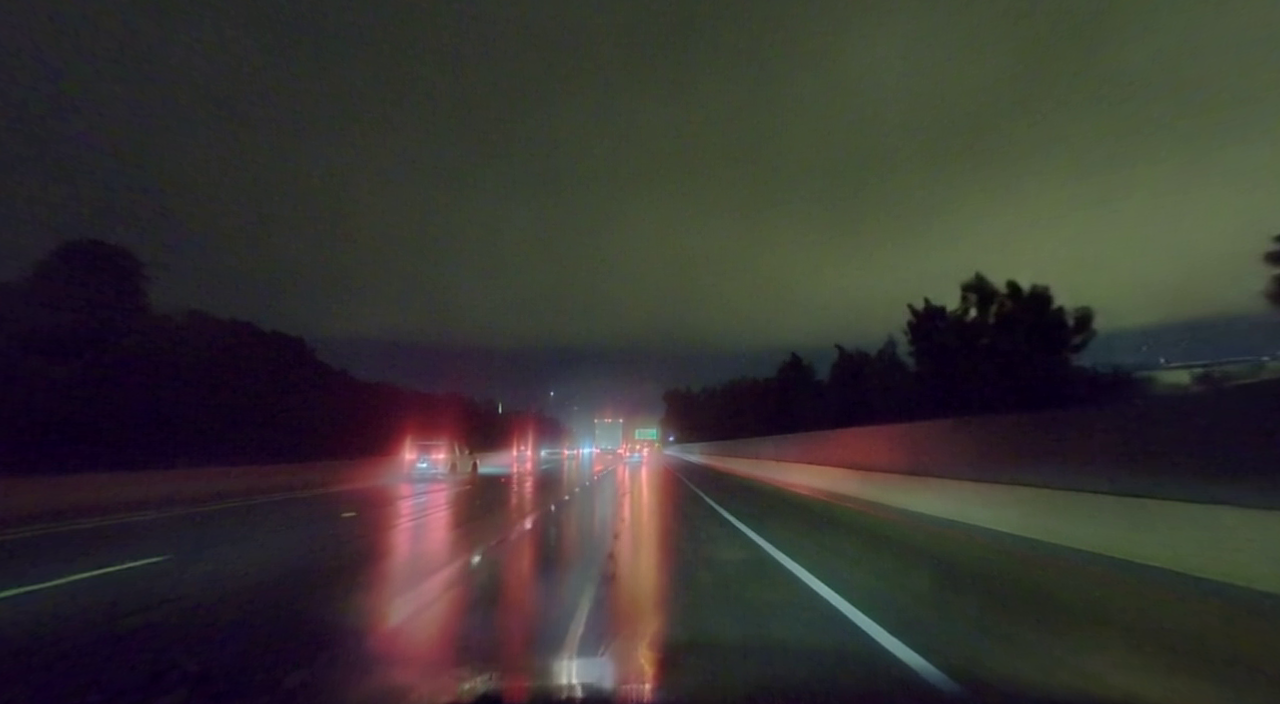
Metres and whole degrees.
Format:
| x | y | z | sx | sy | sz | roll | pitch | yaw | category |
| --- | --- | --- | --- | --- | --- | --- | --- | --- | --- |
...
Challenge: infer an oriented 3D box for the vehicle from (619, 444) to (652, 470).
| x | y | z | sx | sy | sz | roll | pitch | yaw | category |
| --- | --- | --- | --- | --- | --- | --- | --- | --- | --- |
| -0.247 | 6.647 | 40.000 | 1.931 | 1.528 | 4.126 | 0 | -8 | 1 | vehicle |

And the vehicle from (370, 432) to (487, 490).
| x | y | z | sx | sy | sz | roll | pitch | yaw | category |
| --- | --- | --- | --- | --- | --- | --- | --- | --- | --- |
| -7.263 | 3.793 | 22.381 | 2.115 | 1.778 | 5.572 | 0 | -8 | 1 | vehicle |
